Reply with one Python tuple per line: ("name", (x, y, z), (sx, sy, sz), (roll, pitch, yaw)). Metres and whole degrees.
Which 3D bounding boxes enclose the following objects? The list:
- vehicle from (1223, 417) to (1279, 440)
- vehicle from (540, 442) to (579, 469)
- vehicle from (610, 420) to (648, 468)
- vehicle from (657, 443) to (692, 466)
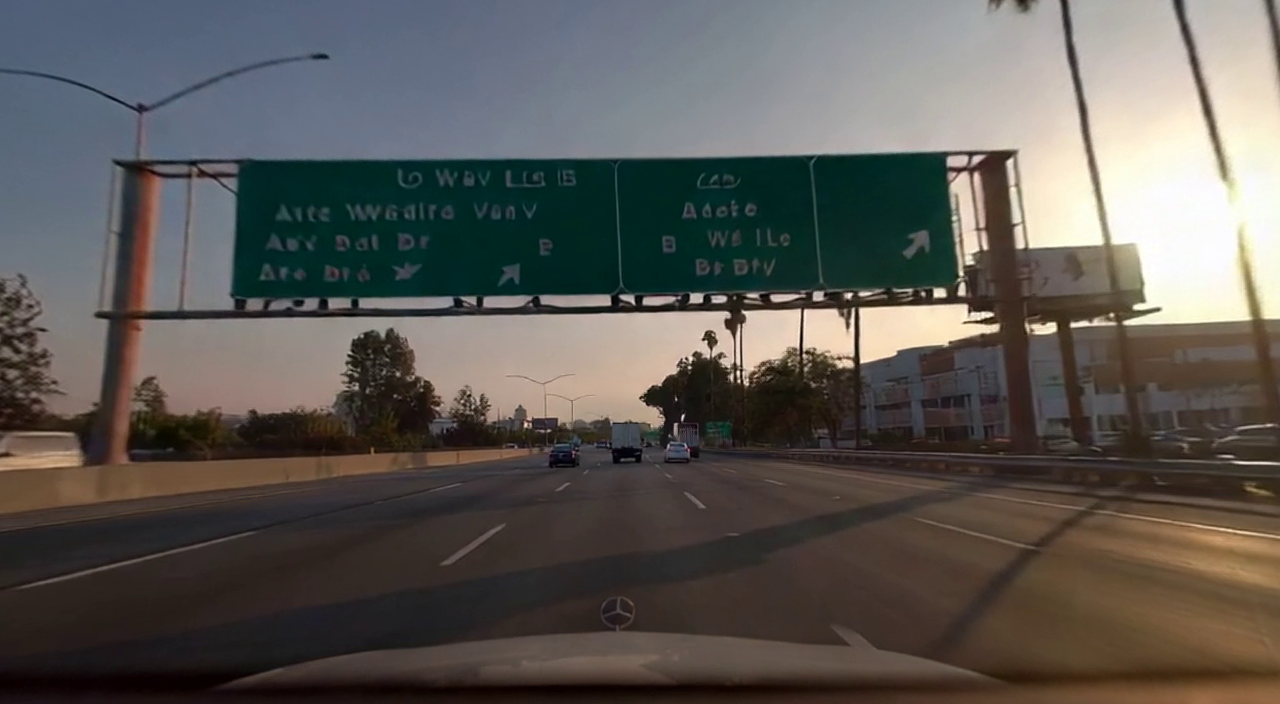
("vehicle", (46.134, 5.747, 46.928), (1.731, 1.599, 3.847), (1, -8, -5))
("vehicle", (-5.152, 6.685, 40.928), (2.021, 1.598, 4.887), (0, -8, -1))
("vehicle", (-0.730, 6.209, 42.675), (2.364, 2.953, 6.495), (0, -8, -1))
("vehicle", (2.518, 7.572, 47.043), (2.175, 1.598, 4.584), (0, -8, -3))
